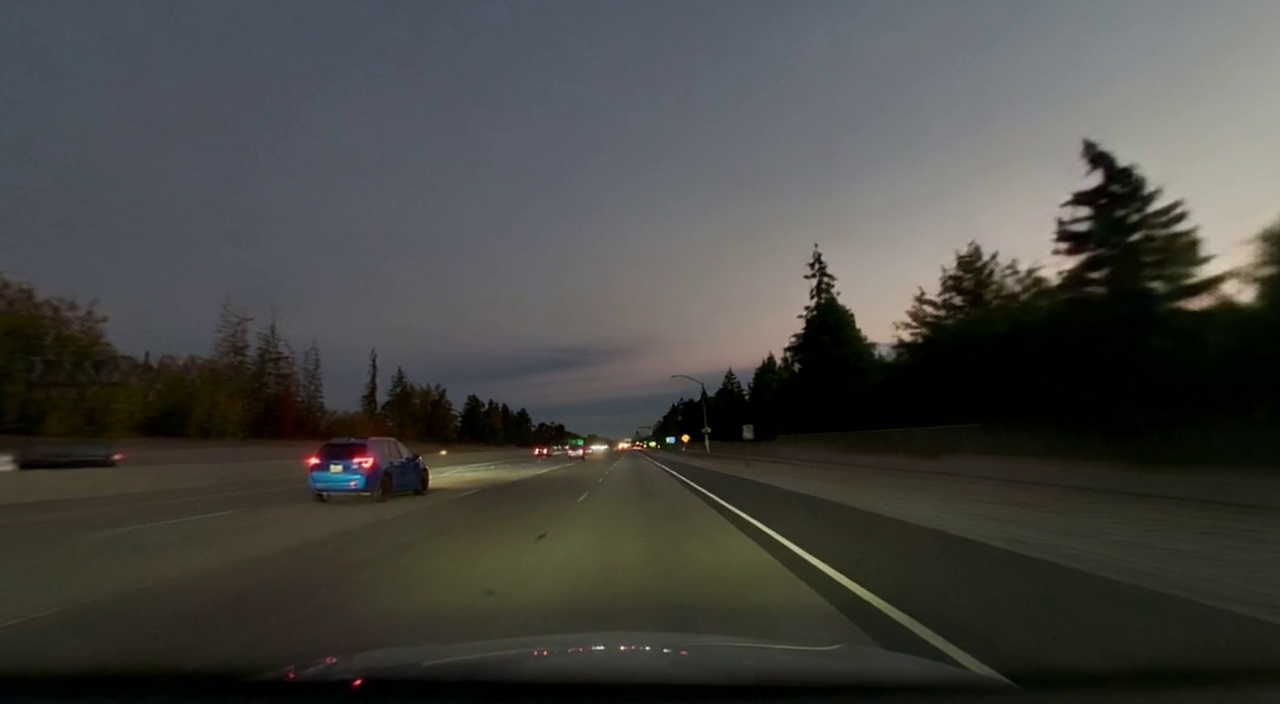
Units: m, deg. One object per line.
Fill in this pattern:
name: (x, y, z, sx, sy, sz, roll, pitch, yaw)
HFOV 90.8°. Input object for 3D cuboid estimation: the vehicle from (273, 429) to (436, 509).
vehicle: (-7.142, 2.984, 16.459, 2.146, 1.766, 4.502, 0, -9, 0)

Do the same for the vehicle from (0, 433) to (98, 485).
vehicle: (-39.928, 6.932, 40.970, 2.765, 3.067, 7.632, 0, -9, -1)
